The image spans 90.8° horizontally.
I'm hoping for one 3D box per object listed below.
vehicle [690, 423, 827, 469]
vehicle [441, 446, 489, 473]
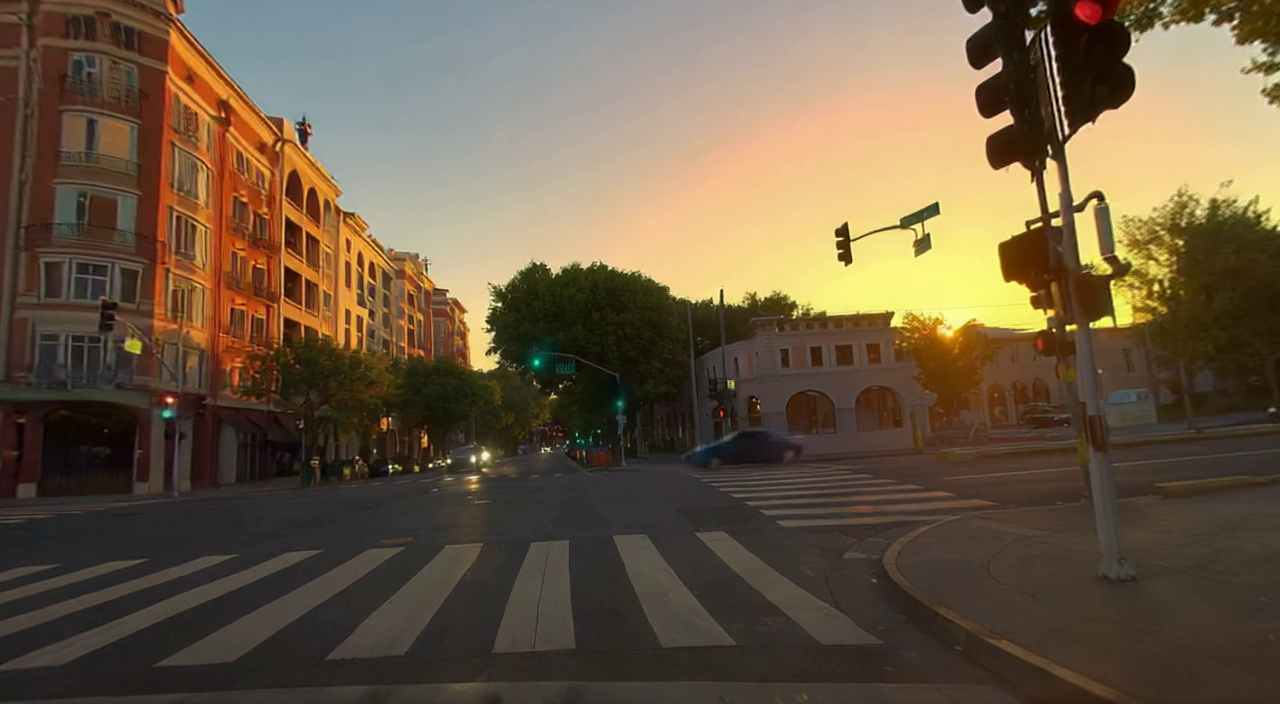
[{"bbox_3d":[4.371,3.526,23.764,4.626,1.636,2.004,1,-9,-10],"label":"vehicle"},{"bbox_3d":[-10.503,6.461,38.154,2.196,1.503,4.371,1,-9,-8],"label":"vehicle"}]
